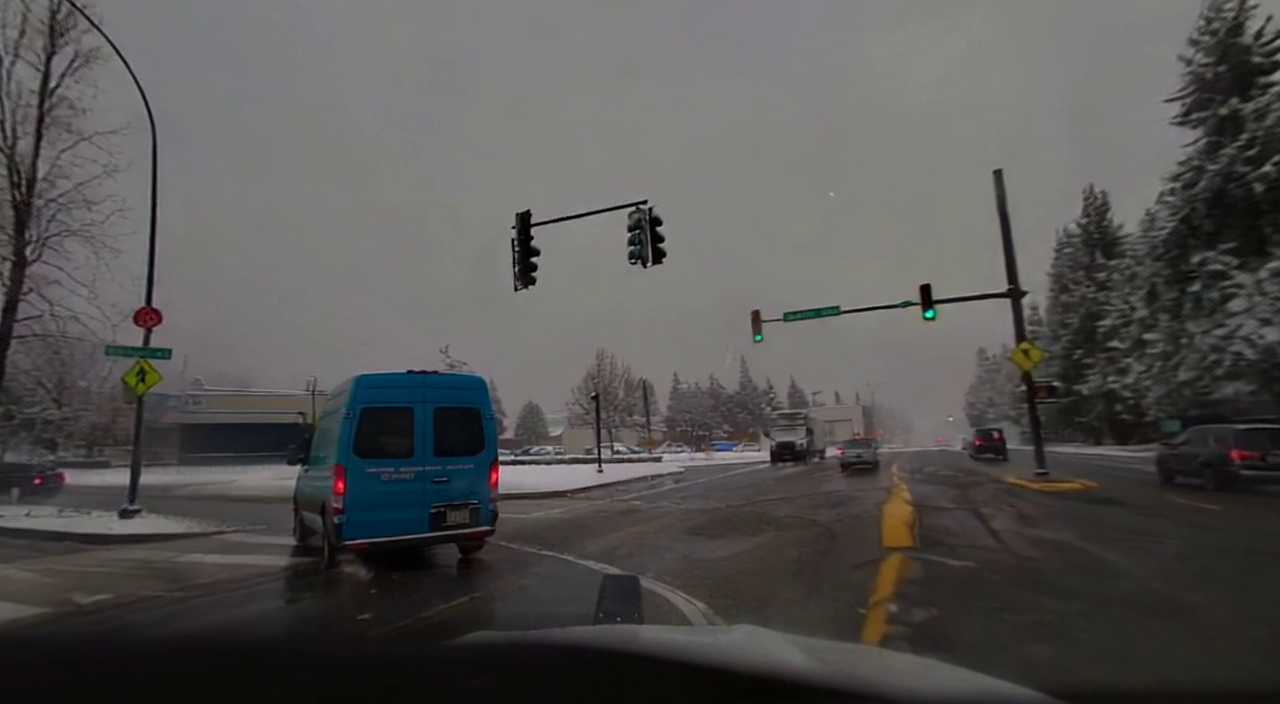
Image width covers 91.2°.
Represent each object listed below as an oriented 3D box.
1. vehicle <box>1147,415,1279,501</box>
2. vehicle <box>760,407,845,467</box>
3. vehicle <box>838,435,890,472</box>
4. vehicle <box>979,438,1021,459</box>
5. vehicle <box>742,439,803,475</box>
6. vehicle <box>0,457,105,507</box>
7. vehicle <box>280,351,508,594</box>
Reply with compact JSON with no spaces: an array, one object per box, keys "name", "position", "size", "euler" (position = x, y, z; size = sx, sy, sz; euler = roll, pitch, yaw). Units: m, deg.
[{"name":"vehicle","position":[13.957,2.401,14.445],"size":[2.158,1.696,4.417],"euler":[-4,-10,21]},{"name":"vehicle","position":[11.184,5.818,41.722],"size":[3.158,3.294,13.584],"euler":[-5,-10,23]},{"name":"vehicle","position":[10.661,4.801,29.663],"size":[1.948,1.613,3.879],"euler":[-5,-10,23]},{"name":"vehicle","position":[27.940,7.494,48.752],"size":[2.144,1.473,4.250],"euler":[-4,-9,21]},{"name":"vehicle","position":[6.527,5.089,30.585],"size":[2.017,1.599,4.436],"euler":[-5,-10,22]},{"name":"vehicle","position":[-21.198,4.464,21.812],"size":[4.457,1.533,1.933],"euler":[-4,-10,22]},{"name":"vehicle","position":[-4.130,1.769,9.919],"size":[2.432,2.624,5.670],"euler":[4,-10,-28]}]
